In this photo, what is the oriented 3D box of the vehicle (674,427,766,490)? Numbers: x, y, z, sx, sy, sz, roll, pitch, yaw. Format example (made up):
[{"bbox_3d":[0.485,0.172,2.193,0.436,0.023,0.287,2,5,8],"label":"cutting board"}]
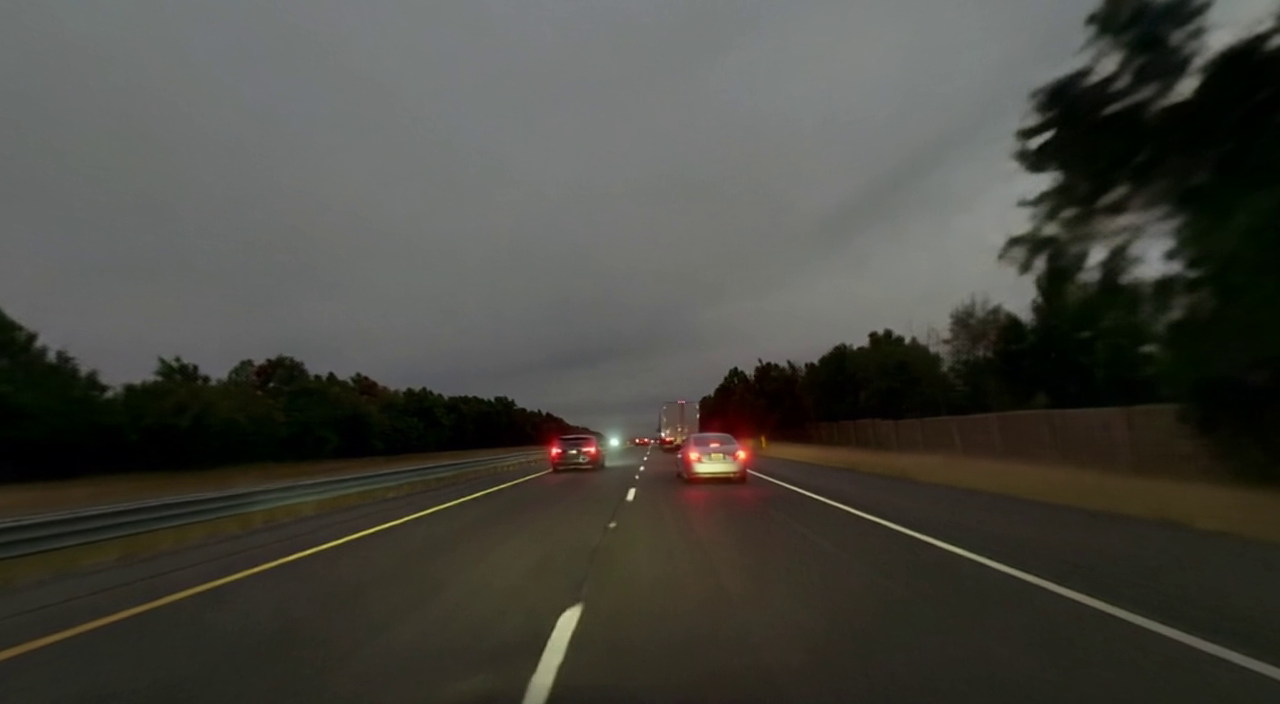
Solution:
[{"bbox_3d":[2.079,2.922,17.673,2.072,1.534,4.300,0,-8,1],"label":"vehicle"}]

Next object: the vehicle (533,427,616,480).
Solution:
[{"bbox_3d":[-2.127,3.485,21.986,2.192,1.623,4.887,0,-8,2],"label":"vehicle"}]
